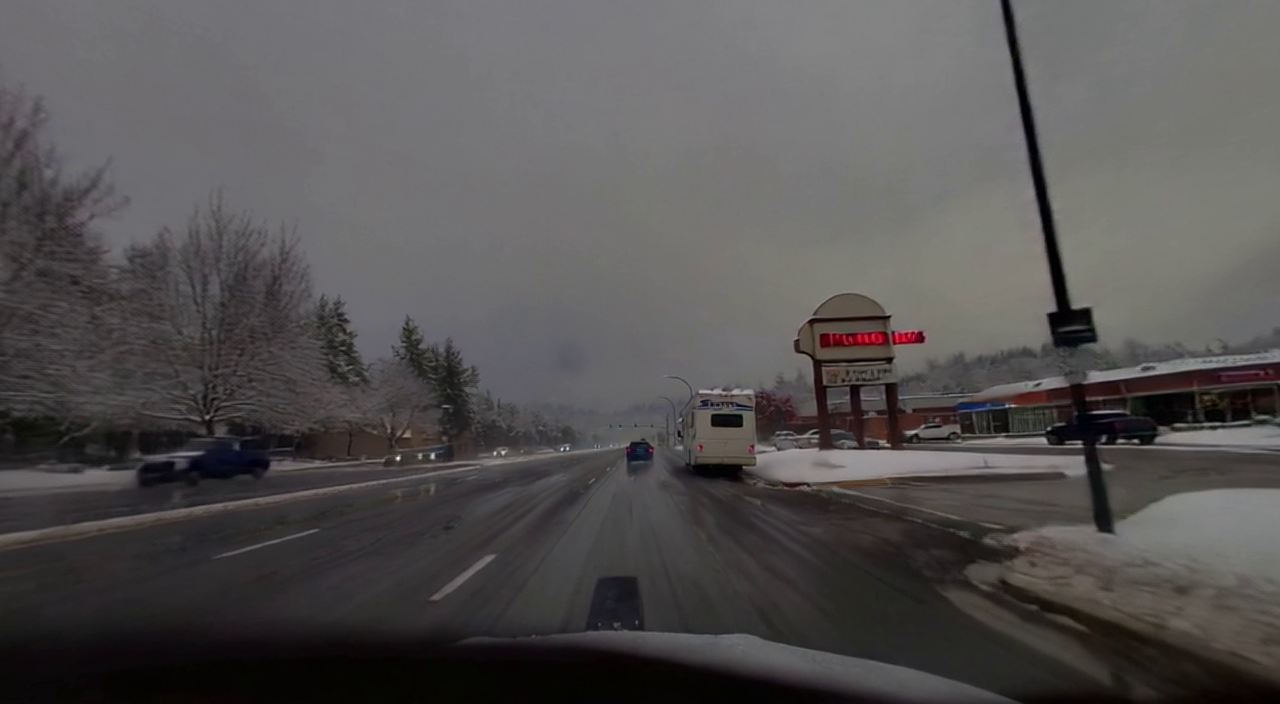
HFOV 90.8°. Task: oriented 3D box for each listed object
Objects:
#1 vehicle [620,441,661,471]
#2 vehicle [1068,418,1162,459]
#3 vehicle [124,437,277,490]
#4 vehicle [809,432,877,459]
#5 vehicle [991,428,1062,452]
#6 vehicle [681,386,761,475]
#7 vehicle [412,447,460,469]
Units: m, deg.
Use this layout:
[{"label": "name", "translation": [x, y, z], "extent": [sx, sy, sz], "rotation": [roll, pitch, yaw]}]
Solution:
[{"label": "vehicle", "translation": [0.002, 5.713, 34.832], "extent": [2.103, 1.506, 4.742], "rotation": [0, -9, -1]}, {"label": "vehicle", "translation": [23.467, 4.251, 31.196], "extent": [4.430, 1.659, 1.905], "rotation": [1, -10, -30]}, {"label": "vehicle", "translation": [-15.031, 3.825, 22.003], "extent": [1.983, 1.630, 4.568], "rotation": [0, -9, 1]}, {"label": "vehicle", "translation": [13.722, 6.334, 42.766], "extent": [4.037, 1.538, 1.912], "rotation": [-7, -10, 25]}, {"label": "vehicle", "translation": [25.918, 5.900, 42.380], "extent": [4.196, 1.520, 1.953], "rotation": [4, -10, -25]}, {"label": "vehicle", "translation": [3.875, 4.127, 32.310], "extent": [2.896, 3.921, 8.415], "rotation": [0, -9, 0]}, {"label": "vehicle", "translation": [-14.682, 7.664, 45.718], "extent": [1.836, 1.498, 4.518], "rotation": [0, -9, 1]}]
